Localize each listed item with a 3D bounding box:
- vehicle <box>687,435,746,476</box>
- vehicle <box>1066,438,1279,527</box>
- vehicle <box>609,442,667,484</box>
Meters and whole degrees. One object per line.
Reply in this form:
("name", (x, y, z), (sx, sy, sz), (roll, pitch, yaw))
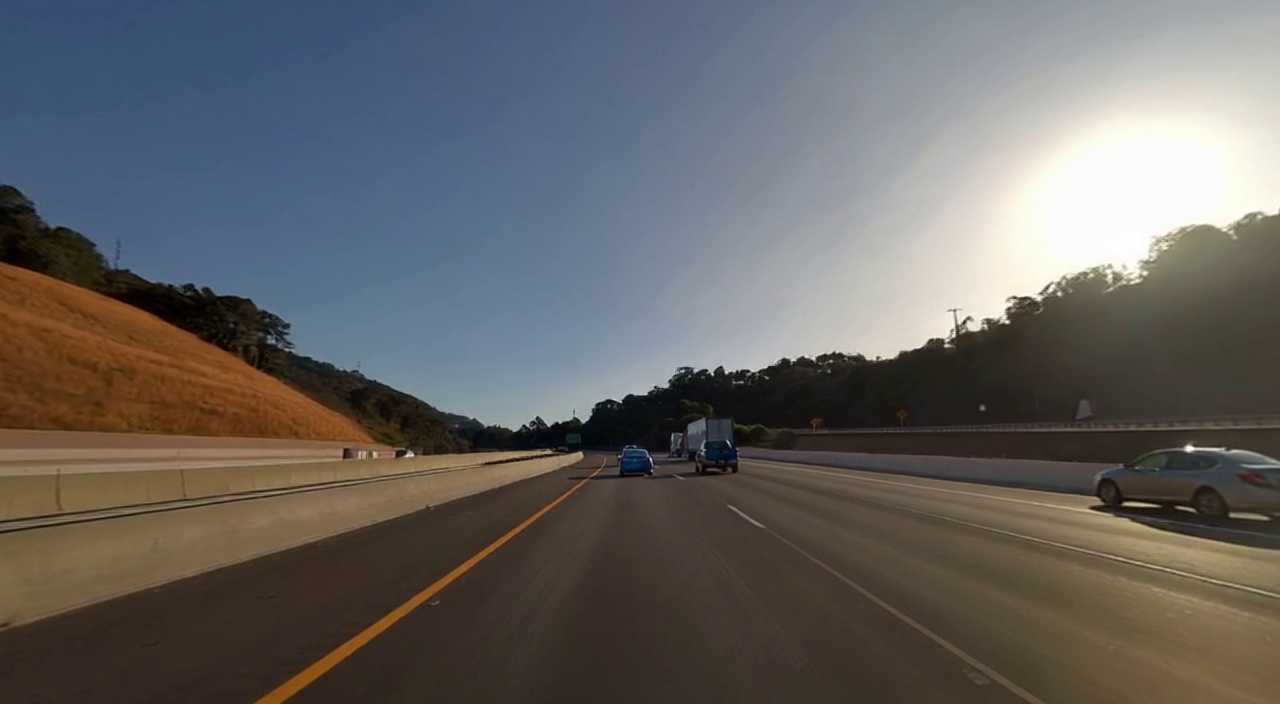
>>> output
("vehicle", (3.634, 5.029, 30.859), (2.098, 1.794, 4.561), (0, -9, -2))
("vehicle", (11.086, 2.489, 12.685), (1.945, 1.451, 4.397), (0, -9, -1))
("vehicle", (-0.122, 4.266, 24.541), (2.083, 1.477, 3.965), (0, -9, -1))
